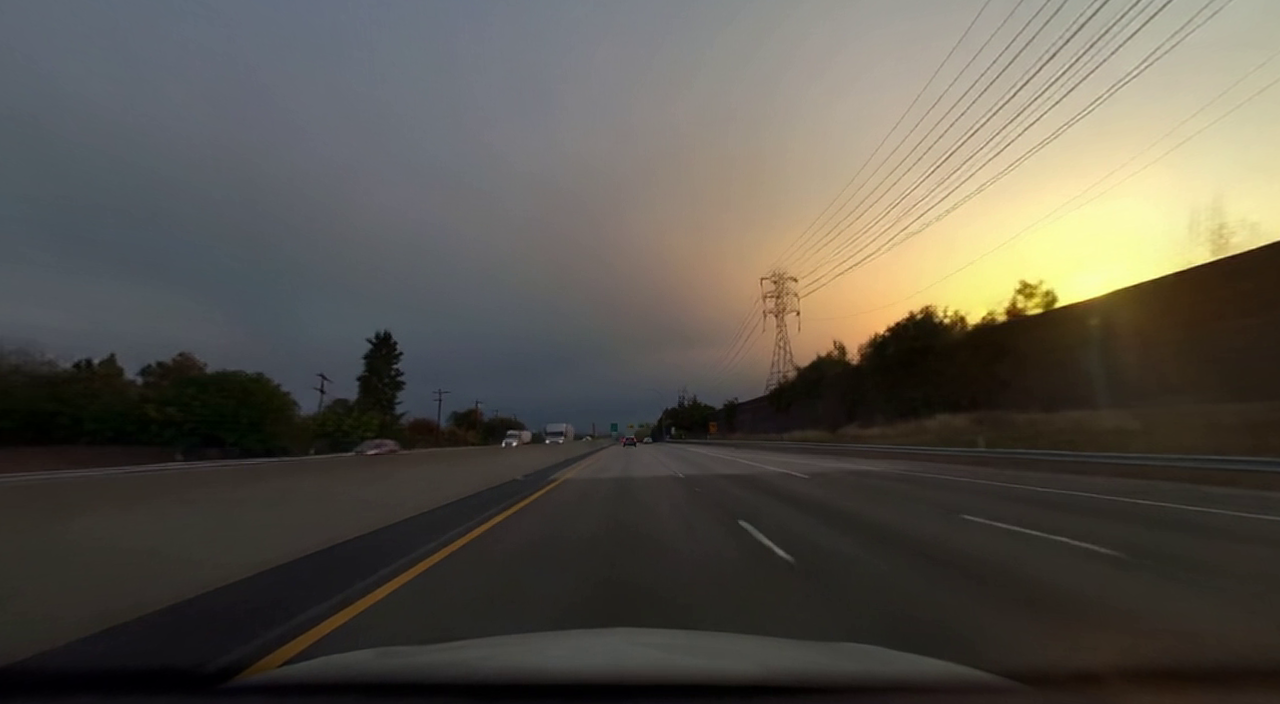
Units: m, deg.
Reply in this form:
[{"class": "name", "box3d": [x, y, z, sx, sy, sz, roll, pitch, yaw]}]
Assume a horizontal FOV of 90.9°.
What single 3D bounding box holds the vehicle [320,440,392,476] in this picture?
[{"class": "vehicle", "box3d": [-13.410, 5.008, 30.003, 1.772, 1.608, 3.389, 0, -8, 1]}]
